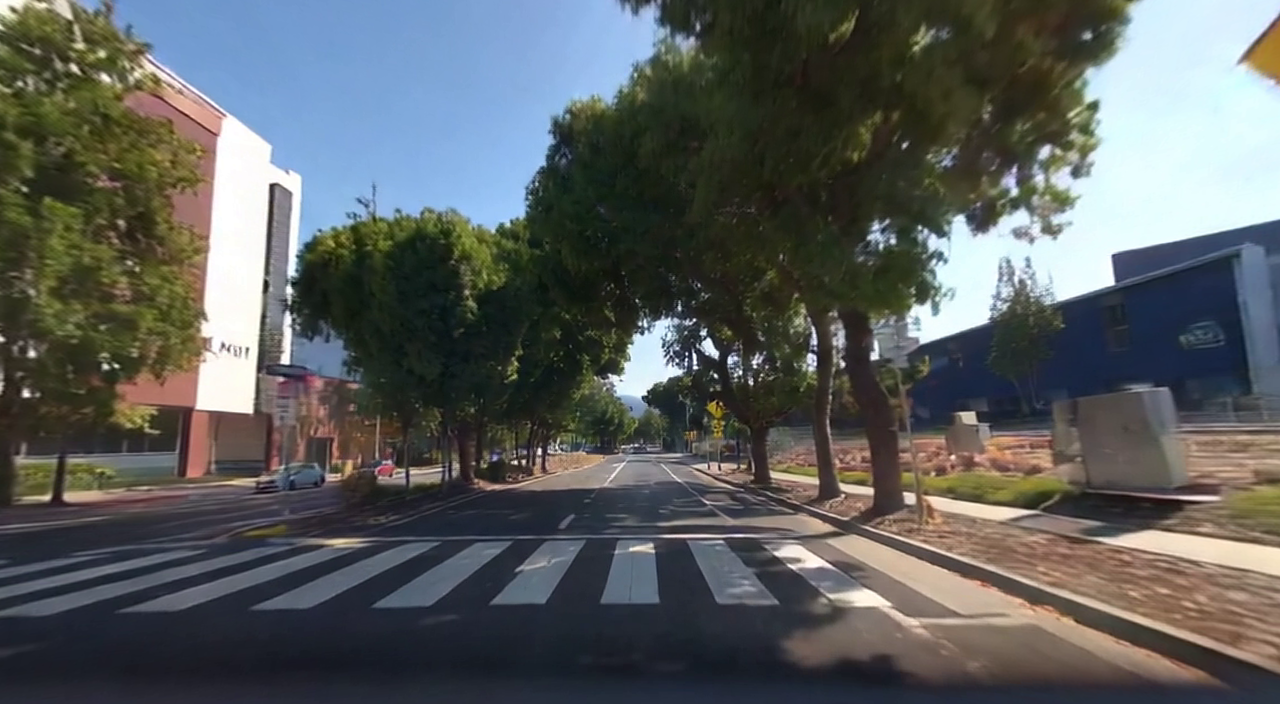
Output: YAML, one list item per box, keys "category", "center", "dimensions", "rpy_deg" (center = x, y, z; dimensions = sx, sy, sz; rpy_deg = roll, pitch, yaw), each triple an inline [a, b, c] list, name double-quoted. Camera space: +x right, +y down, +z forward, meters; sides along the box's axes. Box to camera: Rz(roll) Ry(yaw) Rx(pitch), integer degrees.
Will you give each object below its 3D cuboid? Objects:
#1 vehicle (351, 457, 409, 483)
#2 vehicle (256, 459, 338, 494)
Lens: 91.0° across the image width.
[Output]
- category: "vehicle"
  center: [-17.059, 7.740, 41.581]
  dimensions: [1.912, 1.523, 4.433]
  rpy_deg: [-3, -9, 1]
- category: "vehicle"
  center: [-16.895, 6.141, 31.275]
  dimensions: [1.810, 1.478, 4.233]
  rpy_deg: [-3, -10, -2]
